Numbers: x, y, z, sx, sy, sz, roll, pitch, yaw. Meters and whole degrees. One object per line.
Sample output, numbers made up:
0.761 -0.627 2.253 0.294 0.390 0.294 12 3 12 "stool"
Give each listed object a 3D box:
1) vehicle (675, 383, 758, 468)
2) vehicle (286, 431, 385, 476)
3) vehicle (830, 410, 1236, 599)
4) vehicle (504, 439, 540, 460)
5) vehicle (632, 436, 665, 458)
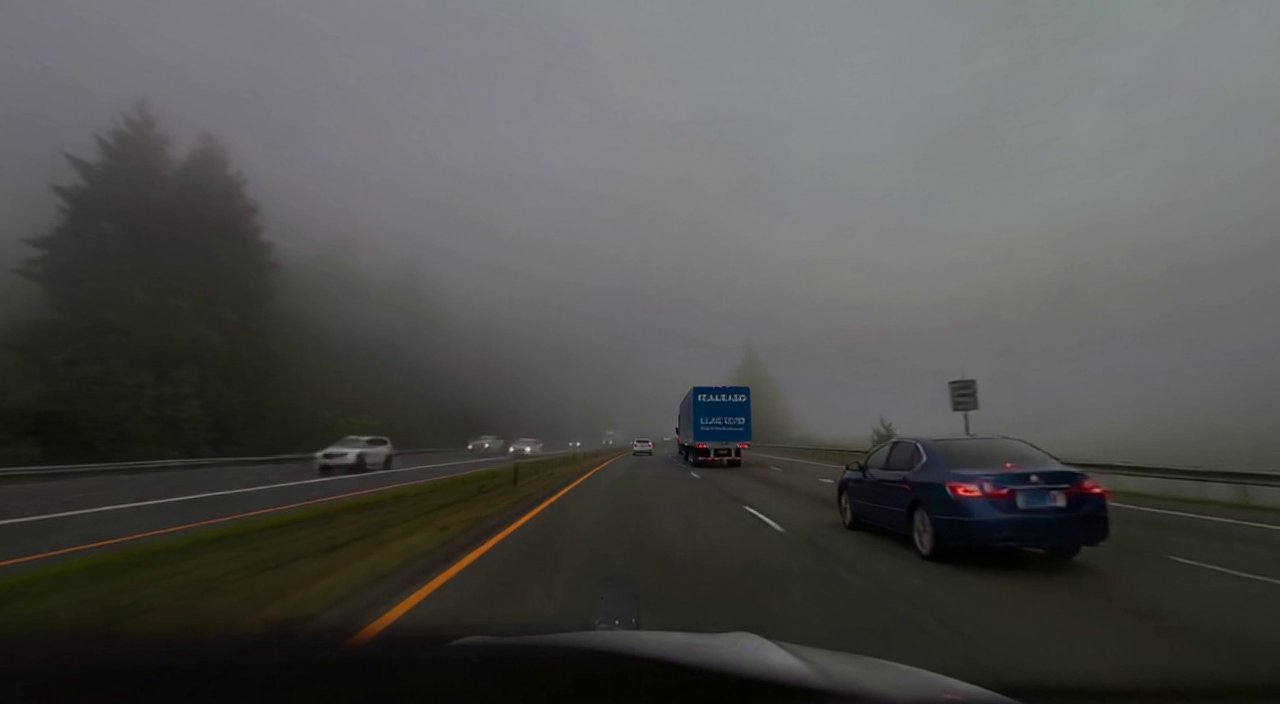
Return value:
4.087 4.463 37.278 3.171 4.072 13.784 0 -8 0 "vehicle"
-14.227 4.722 29.842 2.073 1.912 5.067 0 -8 2 "vehicle"
3.979 1.568 7.493 2.028 1.573 4.207 0 -8 -2 "vehicle"
-9.160 7.613 49.209 1.892 1.508 4.225 0 -8 2 "vehicle"
0.644 6.680 44.517 2.209 1.499 4.144 0 -8 1 "vehicle"
